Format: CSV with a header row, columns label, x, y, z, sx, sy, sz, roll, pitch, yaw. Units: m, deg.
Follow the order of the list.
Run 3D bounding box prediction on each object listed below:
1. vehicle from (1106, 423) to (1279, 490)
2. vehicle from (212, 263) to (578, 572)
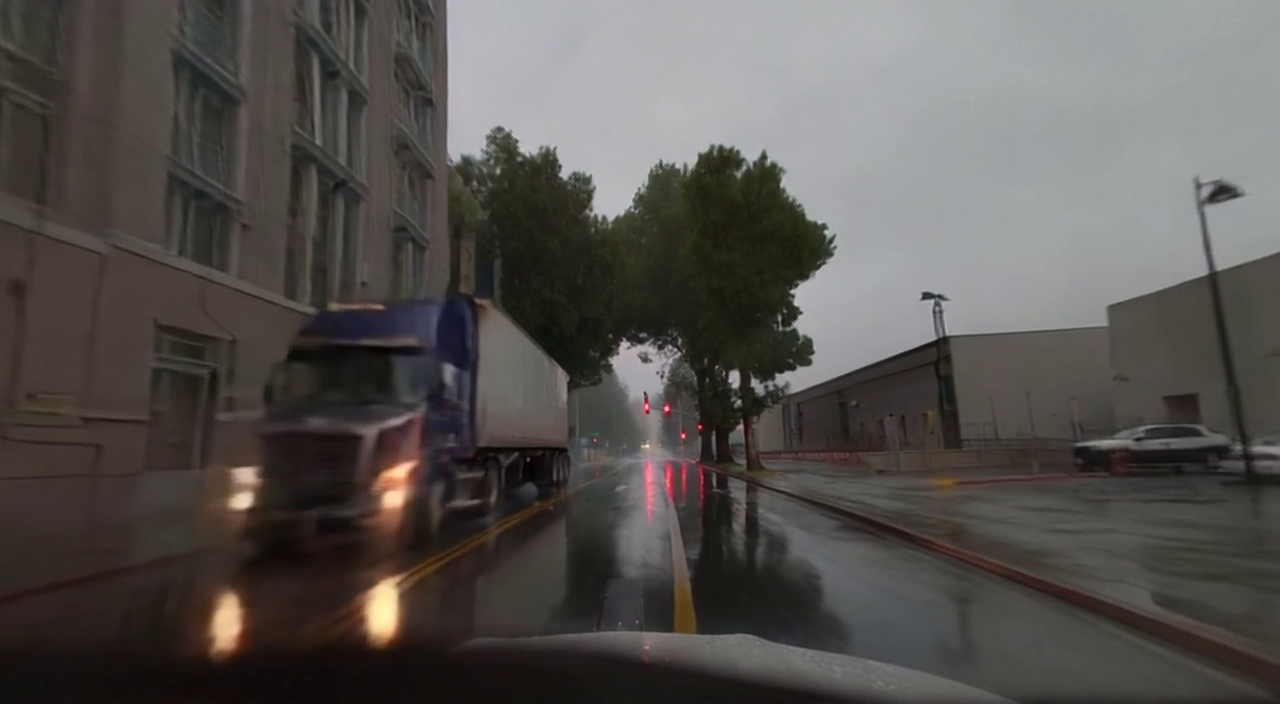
label,x,y,z,sx,sy,sz,roll,pitch,yaw
vehicle,17.102,3.126,18.622,4.763,1.808,2.135,1,-11,1
vehicle,-4.141,2.022,16.505,3.160,4.343,15.392,-1,-9,1
